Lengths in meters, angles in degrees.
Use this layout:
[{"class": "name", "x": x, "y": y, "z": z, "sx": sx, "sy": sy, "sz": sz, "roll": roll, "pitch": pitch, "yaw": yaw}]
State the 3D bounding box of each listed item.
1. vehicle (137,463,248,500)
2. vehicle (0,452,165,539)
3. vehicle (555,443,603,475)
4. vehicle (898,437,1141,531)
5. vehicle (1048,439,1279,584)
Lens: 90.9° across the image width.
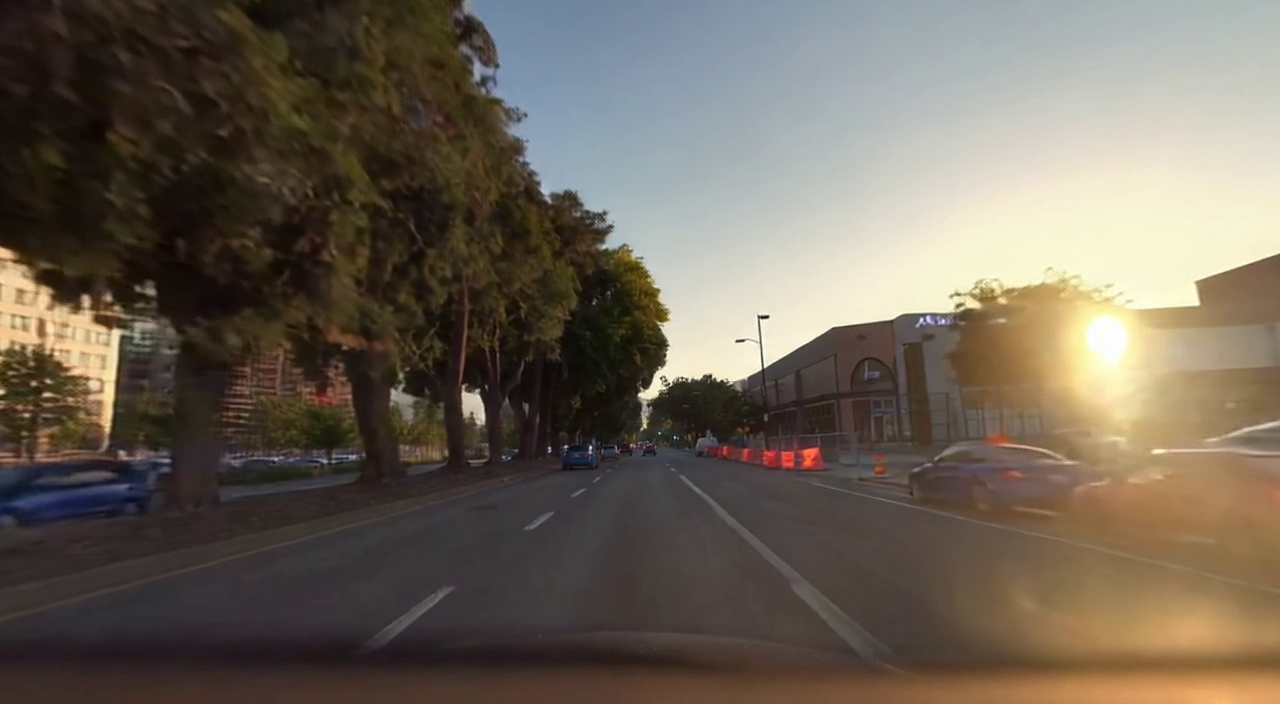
[{"class": "vehicle", "x": -22.075, "y": 6.397, "z": 31.368, "sx": 1.955, "sy": 1.447, "sz": 4.911, "roll": -2, "pitch": -8, "yaw": 0}, {"class": "vehicle", "x": -12.303, "y": 2.848, "z": 13.052, "sx": 1.797, "sy": 1.510, "sz": 3.919, "roll": 0, "pitch": -8, "yaw": 1}, {"class": "vehicle", "x": -2.860, "y": 5.139, "z": 30.514, "sx": 1.926, "sy": 1.442, "sz": 4.231, "roll": 0, "pitch": -8, "yaw": 0}, {"class": "vehicle", "x": 7.033, "y": 2.462, "z": 12.428, "sx": 1.953, "sy": 1.479, "sz": 4.524, "roll": 0, "pitch": -8, "yaw": 0}, {"class": "vehicle", "x": 7.227, "y": 1.762, "z": 7.559, "sx": 1.799, "sy": 1.399, "sz": 4.317, "roll": -1, "pitch": -8, "yaw": 1}]
